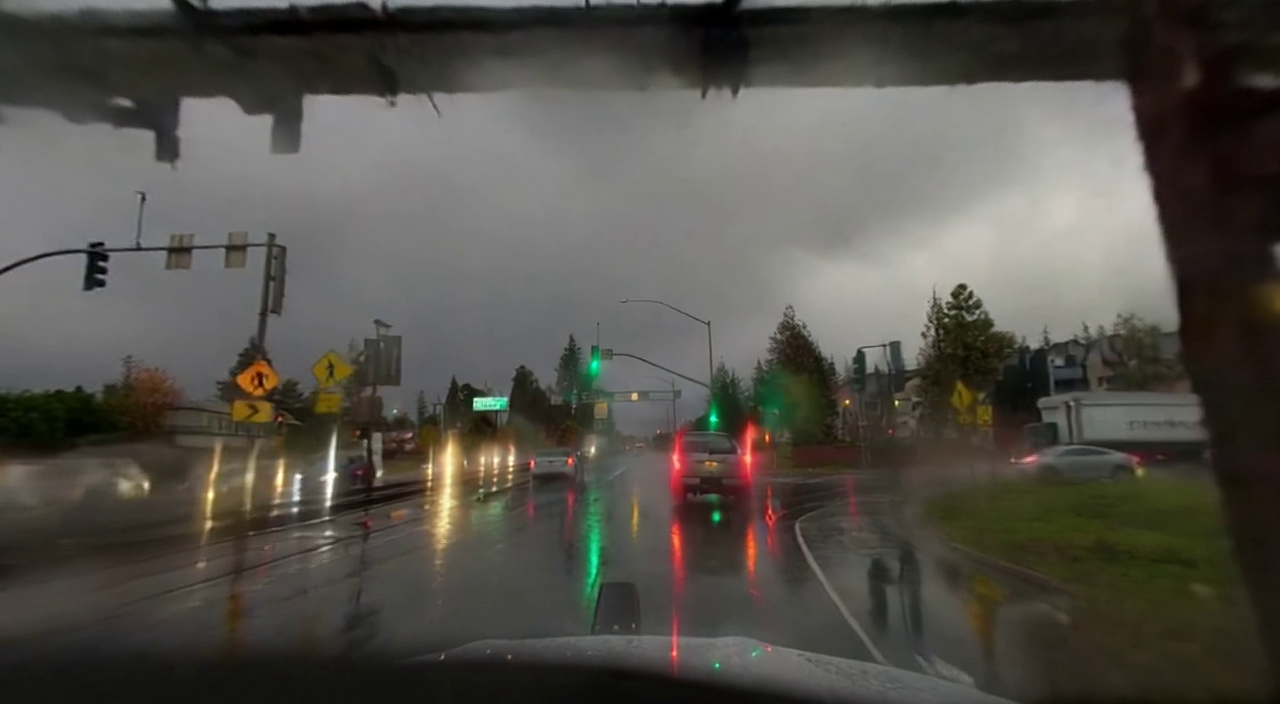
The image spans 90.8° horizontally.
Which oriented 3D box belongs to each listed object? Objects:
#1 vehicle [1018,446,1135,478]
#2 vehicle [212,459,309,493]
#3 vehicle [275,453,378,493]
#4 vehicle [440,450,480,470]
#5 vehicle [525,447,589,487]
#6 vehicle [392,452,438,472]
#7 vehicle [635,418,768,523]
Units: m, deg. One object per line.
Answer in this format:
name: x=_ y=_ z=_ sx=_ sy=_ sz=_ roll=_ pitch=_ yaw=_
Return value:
vehicle: x=21.866 y=5.516 z=31.764 sx=4.412 sy=1.494 sz=2.136 roll=1 pitch=-9 yaw=-8
vehicle: x=-17.052 y=5.574 z=28.654 sx=1.880 sy=1.377 sz=4.201 roll=0 pitch=-9 yaw=-2
vehicle: x=-13.122 y=5.068 z=26.818 sx=2.027 sy=1.482 sz=4.711 roll=0 pitch=-9 yaw=-1
vehicle: x=-13.818 y=8.321 z=48.789 sx=1.864 sy=1.456 sz=4.409 roll=0 pitch=-9 yaw=0
vehicle: x=-3.315 y=4.694 z=26.131 sx=2.004 sy=1.482 sz=4.799 roll=0 pitch=-9 yaw=0
vehicle: x=-17.498 y=8.548 z=49.365 sx=1.908 sy=1.482 sz=4.621 roll=0 pitch=-9 yaw=-1
vehicle: x=1.643 y=2.651 z=14.615 sx=2.404 sy=1.926 sz=5.251 roll=-2 pitch=-9 yaw=12
